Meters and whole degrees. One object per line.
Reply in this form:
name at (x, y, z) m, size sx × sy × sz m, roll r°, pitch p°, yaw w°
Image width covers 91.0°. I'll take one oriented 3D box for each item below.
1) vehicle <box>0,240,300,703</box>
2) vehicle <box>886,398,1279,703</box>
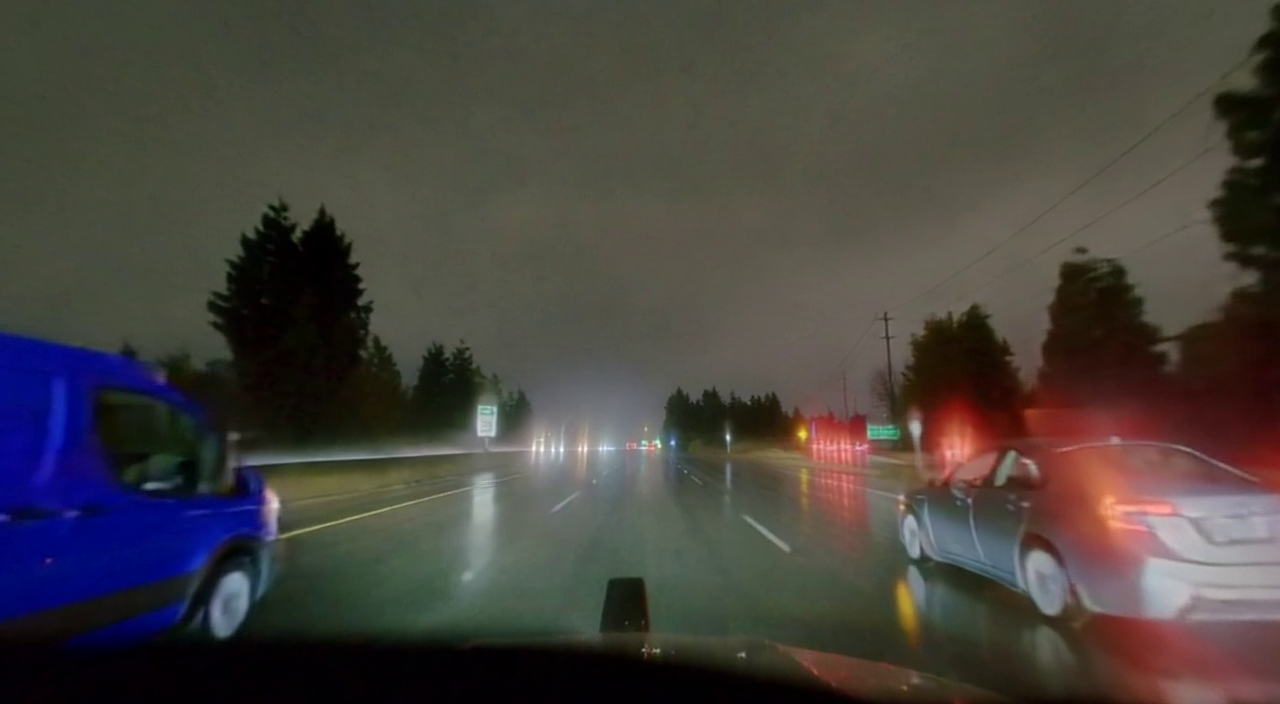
vehicle at (-3.492, 0.552, 1.880) m, size 2.281 × 2.025 × 4.586 m, roll 0°, pitch -8°, yaw 1°
vehicle at (3.761, 1.319, 5.152) m, size 1.909 × 1.599 × 3.943 m, roll 0°, pitch -8°, yaw 1°
